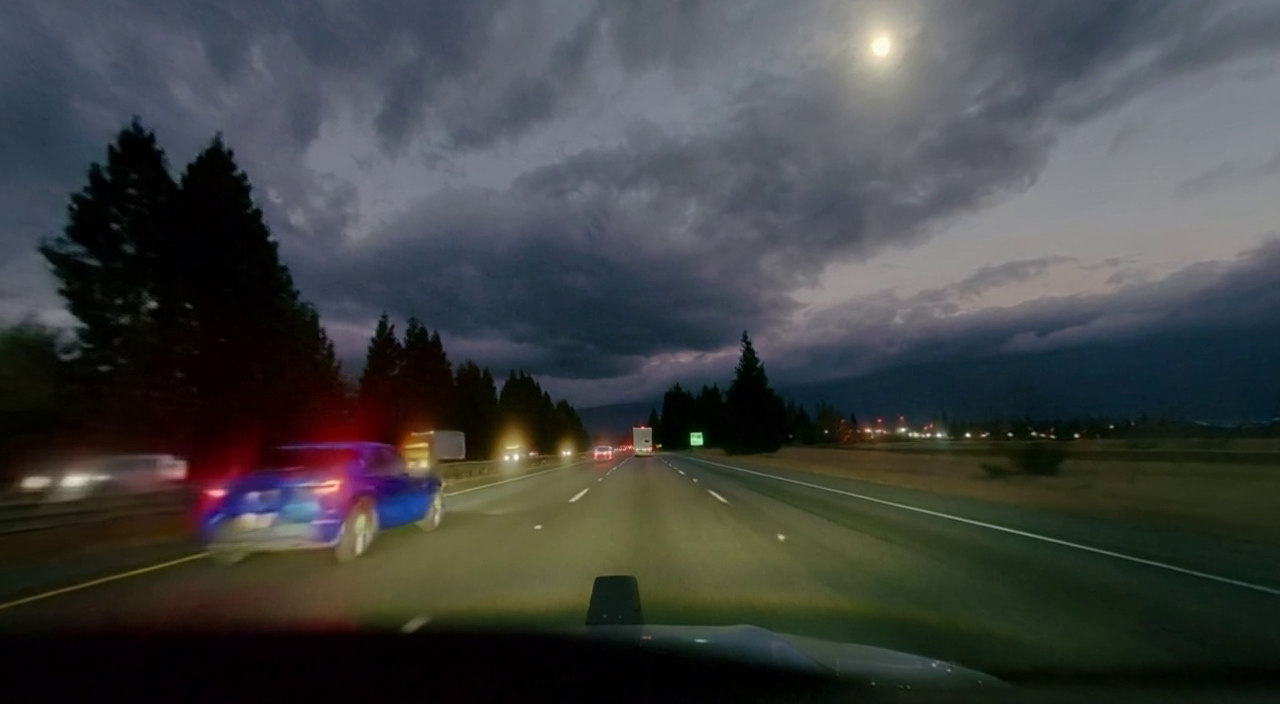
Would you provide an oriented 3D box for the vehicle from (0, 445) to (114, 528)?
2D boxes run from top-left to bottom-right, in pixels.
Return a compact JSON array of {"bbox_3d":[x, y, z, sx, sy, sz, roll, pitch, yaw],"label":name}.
[{"bbox_3d":[-12.407,2.462,11.537,1.729,1.480,4.428,-1,-9,0],"label":"vehicle"}]

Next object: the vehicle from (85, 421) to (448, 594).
[{"bbox_3d":[-3.994,1.718,7.722,2.018,1.548,3.849,-1,-9,1],"label":"vehicle"}]
